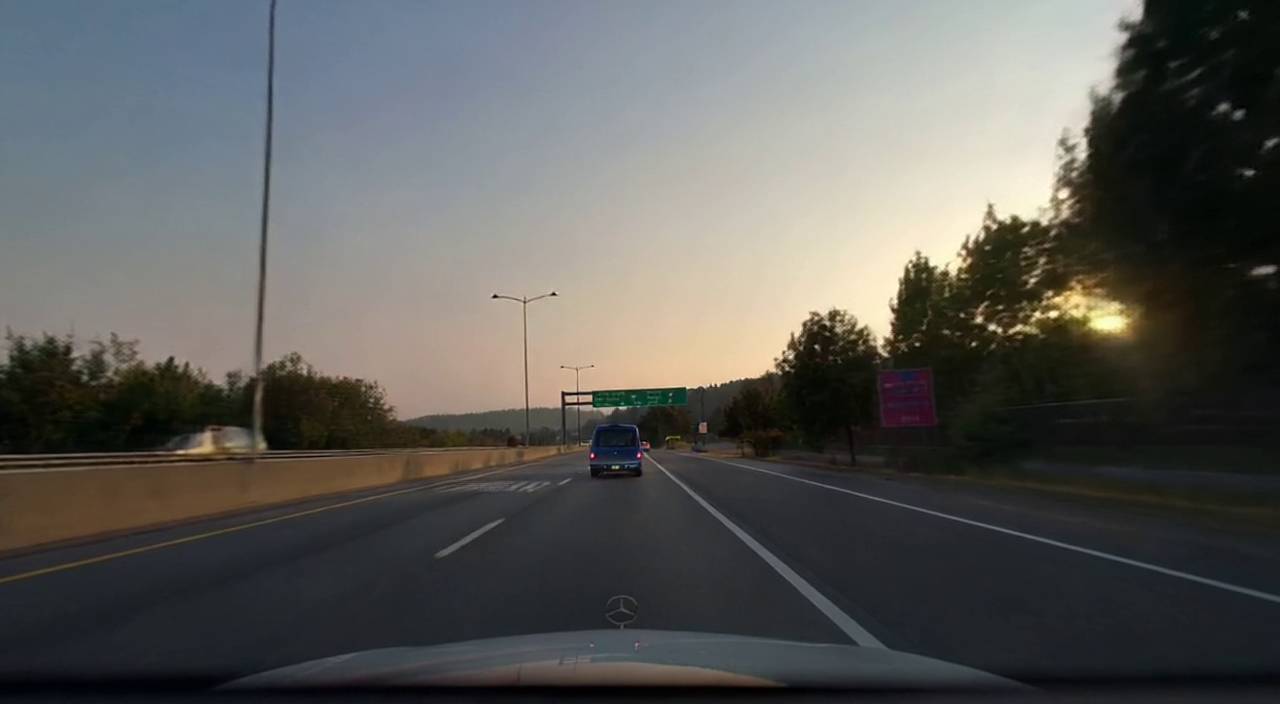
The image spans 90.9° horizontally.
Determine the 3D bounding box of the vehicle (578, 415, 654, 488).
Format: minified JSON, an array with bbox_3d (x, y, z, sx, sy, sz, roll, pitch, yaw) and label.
[{"bbox_3d":[-0.752,3.326,21.250,2.248,2.154,4.892,0,-8,-1],"label":"vehicle"}]
